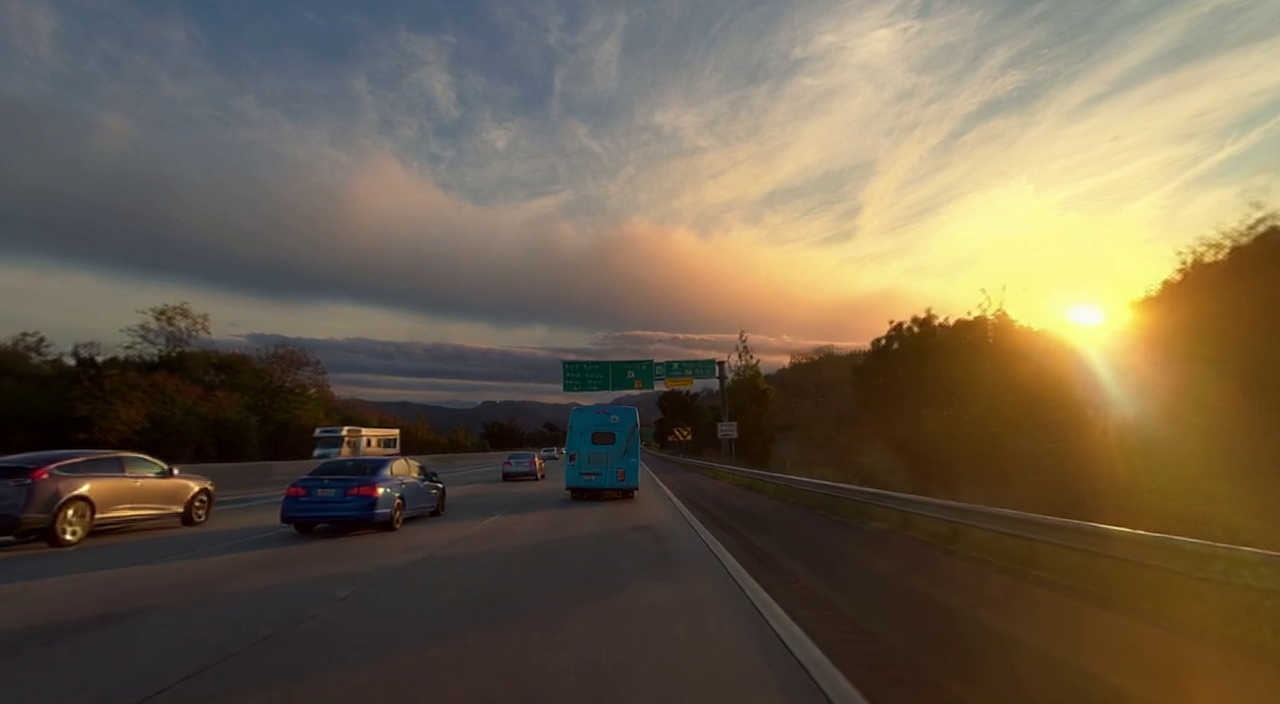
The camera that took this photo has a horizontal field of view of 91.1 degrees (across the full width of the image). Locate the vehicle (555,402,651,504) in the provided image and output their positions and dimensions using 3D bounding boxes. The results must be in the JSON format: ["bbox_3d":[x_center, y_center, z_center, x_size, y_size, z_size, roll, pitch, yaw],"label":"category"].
[{"bbox_3d":[-0.970,2.946,18.520,2.394,2.556,5.232,0,-9,-1],"label":"vehicle"}]

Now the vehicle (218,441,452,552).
[{"bbox_3d":[-4.650,2.235,10.408,1.876,1.438,4.072,0,-9,-1],"label":"vehicle"}]

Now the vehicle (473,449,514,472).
[{"bbox_3d":[-10.071,7.476,43.580,1.886,1.462,4.084,0,-9,-1],"label":"vehicle"}]

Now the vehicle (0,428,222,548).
[{"bbox_3d":[-9.599,2.185,10.711,2.010,1.621,4.252,0,-9,0],"label":"vehicle"}]

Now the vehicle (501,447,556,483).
[{"bbox_3d":[-4.975,5.093,28.572,1.872,1.480,3.545,0,-9,-1],"label":"vehicle"}]
